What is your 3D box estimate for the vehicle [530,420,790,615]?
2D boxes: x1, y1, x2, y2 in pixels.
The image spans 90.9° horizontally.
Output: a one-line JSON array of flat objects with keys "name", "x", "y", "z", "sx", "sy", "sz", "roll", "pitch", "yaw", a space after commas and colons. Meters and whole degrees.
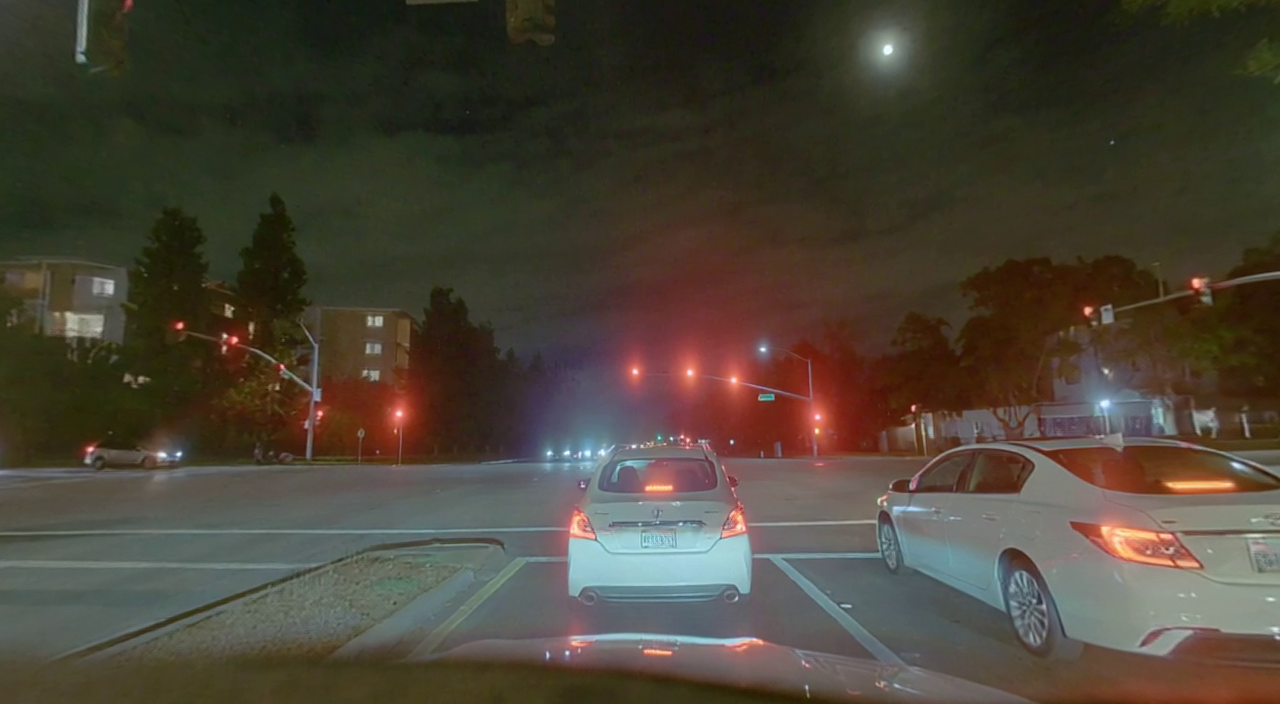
[{"name": "vehicle", "x": 0.112, "y": 1.564, "z": 6.877, "sx": 2.017, "sy": 1.485, "sz": 3.813, "roll": 0, "pitch": -8, "yaw": -1}]

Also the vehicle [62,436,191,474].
[{"name": "vehicle", "x": -24.314, "y": 4.885, "z": 29.987, "sx": 4.450, "sy": 1.684, "sz": 1.894, "roll": 0, "pitch": -8, "yaw": 0}]

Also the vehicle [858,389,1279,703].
[{"name": "vehicle", "x": 3.180, "y": 1.124, "z": 3.896, "sx": 1.931, "sy": 1.493, "sz": 4.555, "roll": 0, "pitch": -8, "yaw": -1}]
